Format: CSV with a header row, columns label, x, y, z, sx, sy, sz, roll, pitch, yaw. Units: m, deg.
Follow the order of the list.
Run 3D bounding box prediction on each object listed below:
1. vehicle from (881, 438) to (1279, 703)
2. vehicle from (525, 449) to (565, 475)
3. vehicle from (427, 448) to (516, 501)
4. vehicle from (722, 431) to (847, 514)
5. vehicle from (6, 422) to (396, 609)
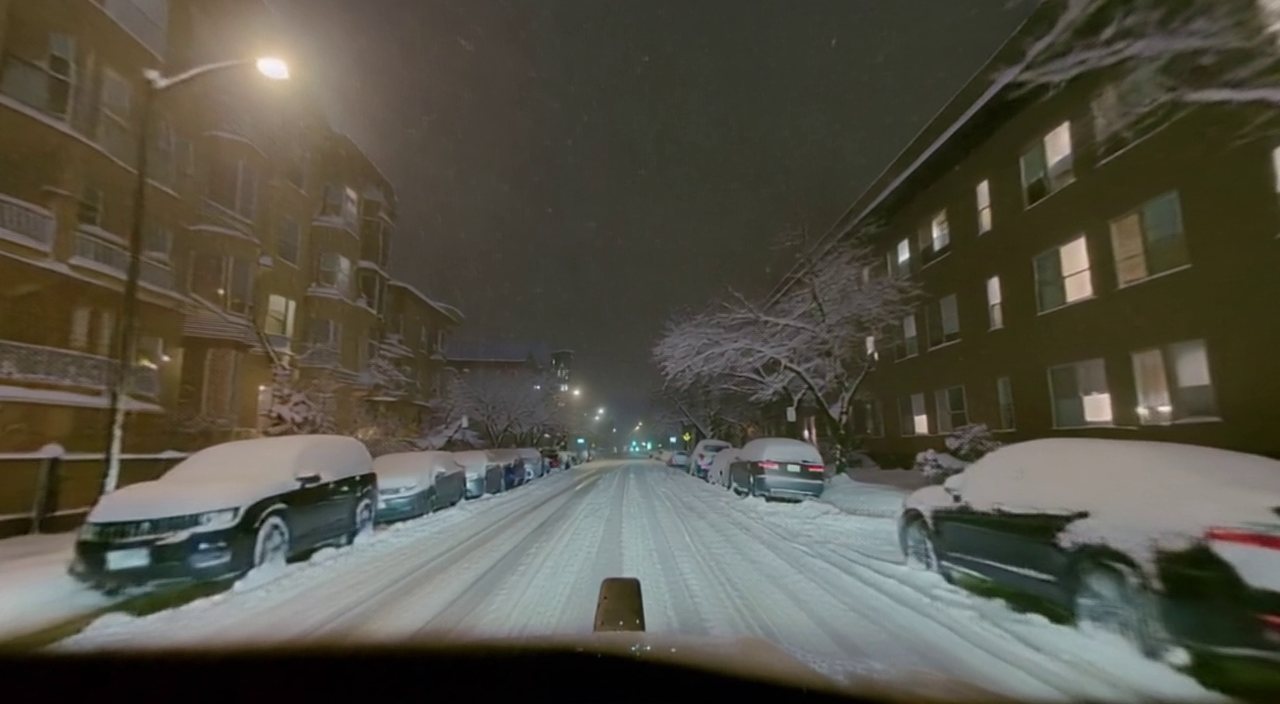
label,x,y,z,sx,sy,sz,roll,pitch,yaw
vehicle,3.767,1.468,5.131,1.696,1.453,4.574,0,-9,-2
vehicle,-5.626,6.544,37.814,1.647,1.481,4.433,0,-9,1
vehicle,-5.302,3.879,20.457,1.711,1.500,4.510,0,-9,-1
vehicle,3.484,3.006,16.336,1.912,1.781,5.159,0,-9,-1
vehicle,-5.024,1.887,8.324,1.922,1.728,4.628,0,-9,-2
